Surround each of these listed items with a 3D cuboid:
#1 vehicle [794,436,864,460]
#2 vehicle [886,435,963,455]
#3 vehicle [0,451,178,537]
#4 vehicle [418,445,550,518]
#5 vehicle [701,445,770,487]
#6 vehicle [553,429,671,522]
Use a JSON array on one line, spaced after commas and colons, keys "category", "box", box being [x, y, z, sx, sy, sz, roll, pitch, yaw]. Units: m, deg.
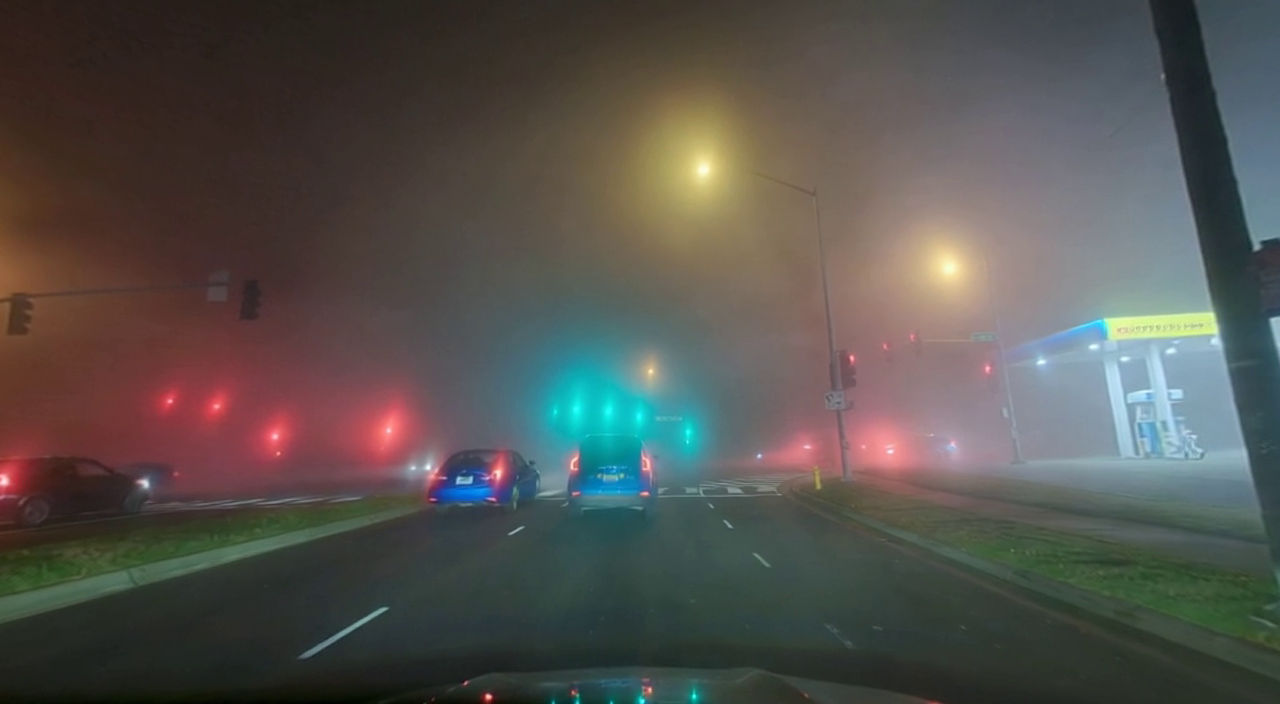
[{"category": "vehicle", "box": [13.875, 7.054, 46.544, 4.524, 1.681, 1.823, 0, -8, -1]}, {"category": "vehicle", "box": [20.767, 6.830, 46.255, 4.700, 1.417, 1.789, 0, -8, 1]}, {"category": "vehicle", "box": [-13.477, 3.126, 14.580, 1.995, 1.626, 4.592, 0, -8, 2]}, {"category": "vehicle", "box": [-3.552, 3.016, 15.317, 2.003, 1.492, 4.291, 0, -8, 2]}, {"category": "vehicle", "box": [3.870, 4.436, 24.993, 1.976, 1.462, 4.342, -3, -9, 18]}, {"category": "vehicle", "box": [-0.504, 2.621, 13.985, 2.210, 1.722, 4.215, 0, -8, 1]}]
